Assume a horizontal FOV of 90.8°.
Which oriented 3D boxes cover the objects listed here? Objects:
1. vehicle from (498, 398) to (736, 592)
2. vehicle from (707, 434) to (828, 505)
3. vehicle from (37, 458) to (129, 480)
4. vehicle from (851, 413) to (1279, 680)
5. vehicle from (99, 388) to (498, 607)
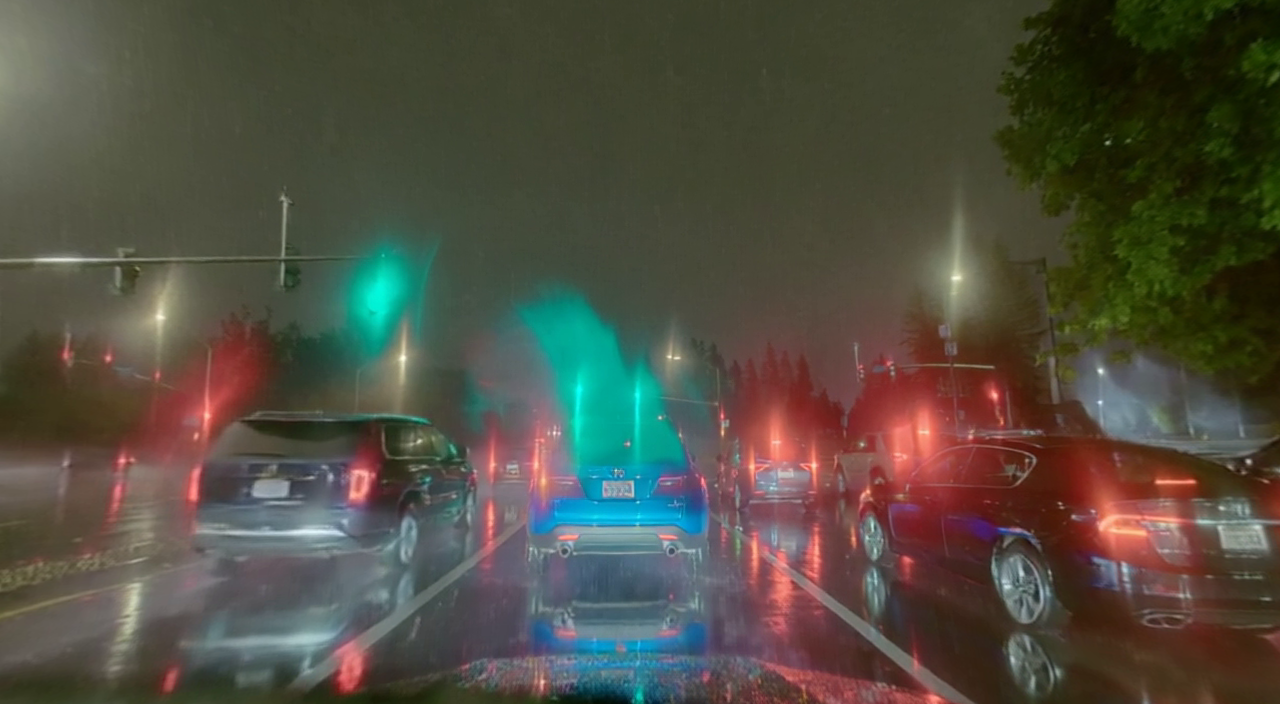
[{"bbox_3d":[-0.268,1.550,7.627,2.101,1.707,3.904,0,-8,-2],"label":"vehicle"},{"bbox_3d":[2.990,2.856,15.775,1.950,1.506,4.086,0,-8,-3],"label":"vehicle"},{"bbox_3d":[-37.998,7.981,43.150,4.468,1.430,1.770,0,-8,-2],"label":"vehicle"},{"bbox_3d":[3.628,1.396,5.708,1.861,1.478,4.185,0,-8,-2],"label":"vehicle"},{"bbox_3d":[-3.380,1.563,7.773,2.186,1.794,4.972,0,-8,-1],"label":"vehicle"}]
